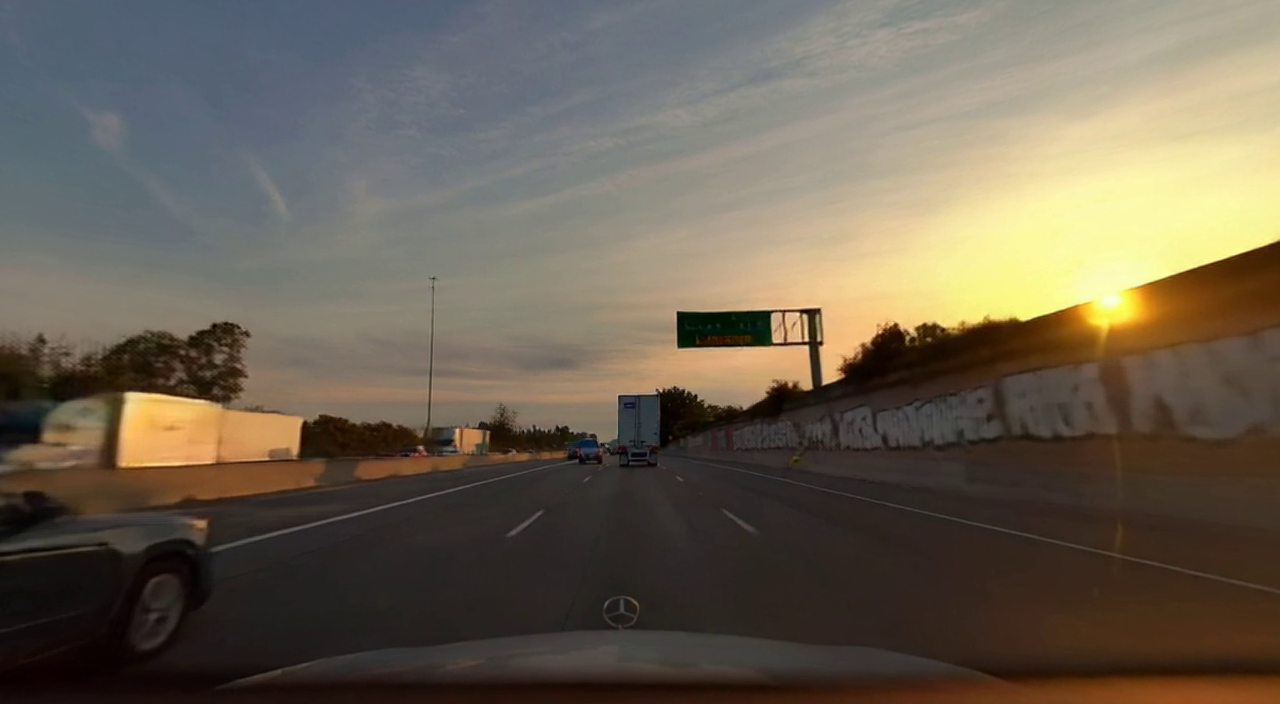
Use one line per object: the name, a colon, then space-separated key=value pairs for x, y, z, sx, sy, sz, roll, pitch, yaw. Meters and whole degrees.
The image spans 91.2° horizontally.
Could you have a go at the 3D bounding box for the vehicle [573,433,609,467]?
vehicle: x=-3.648 y=7.507 z=48.041 sx=2.278 sy=2.369 sz=5.249 roll=0 pitch=-9 yaw=1

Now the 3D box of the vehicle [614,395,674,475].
vehicle: x=0.071 y=5.011 z=37.138 sx=3.042 sy=4.023 sz=10.832 roll=0 pitch=-9 yaw=-1

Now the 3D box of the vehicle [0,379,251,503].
vehicle: x=-19.010 y=3.369 z=23.370 sx=2.929 sy=3.679 sz=9.326 roll=0 pitch=-9 yaw=0
